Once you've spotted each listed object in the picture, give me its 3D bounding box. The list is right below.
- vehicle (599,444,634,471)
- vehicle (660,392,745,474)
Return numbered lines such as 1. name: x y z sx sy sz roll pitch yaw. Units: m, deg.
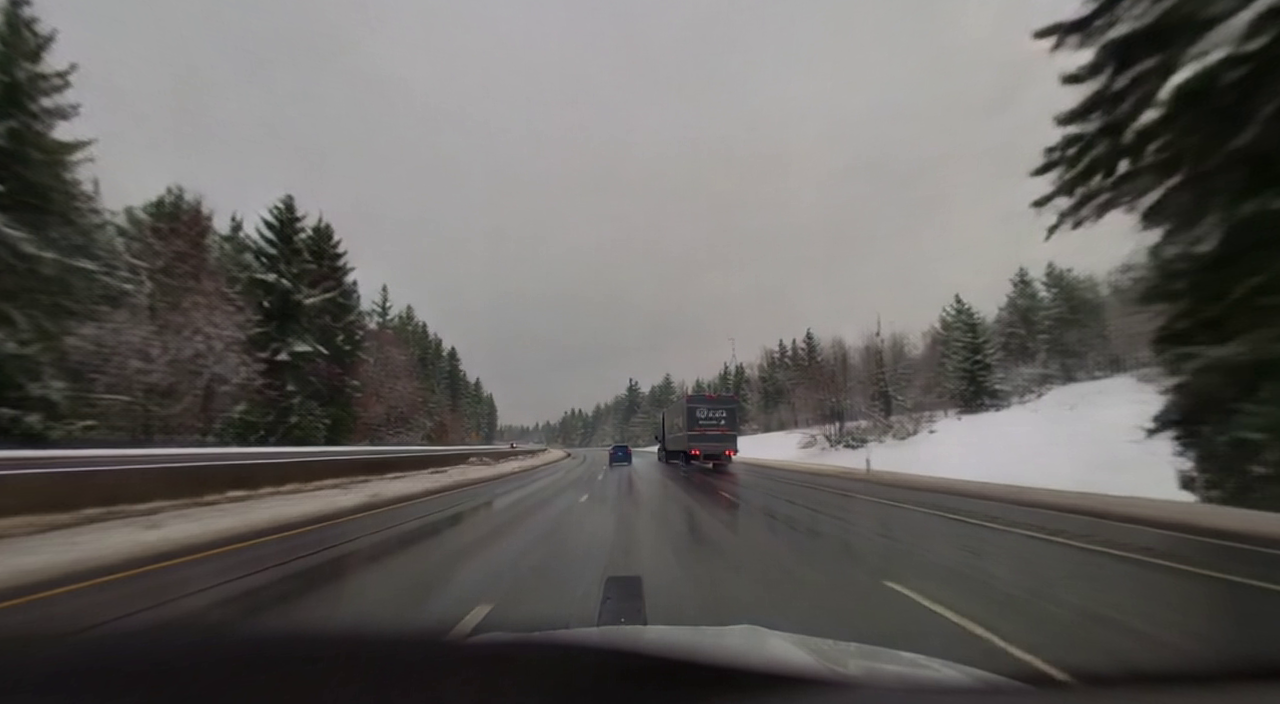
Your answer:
1. vehicle: -1.353 6.042 36.210 1.913 1.460 3.610 0 -9 -2
2. vehicle: 3.333 5.089 38.307 2.951 4.012 14.203 1 -9 -3
